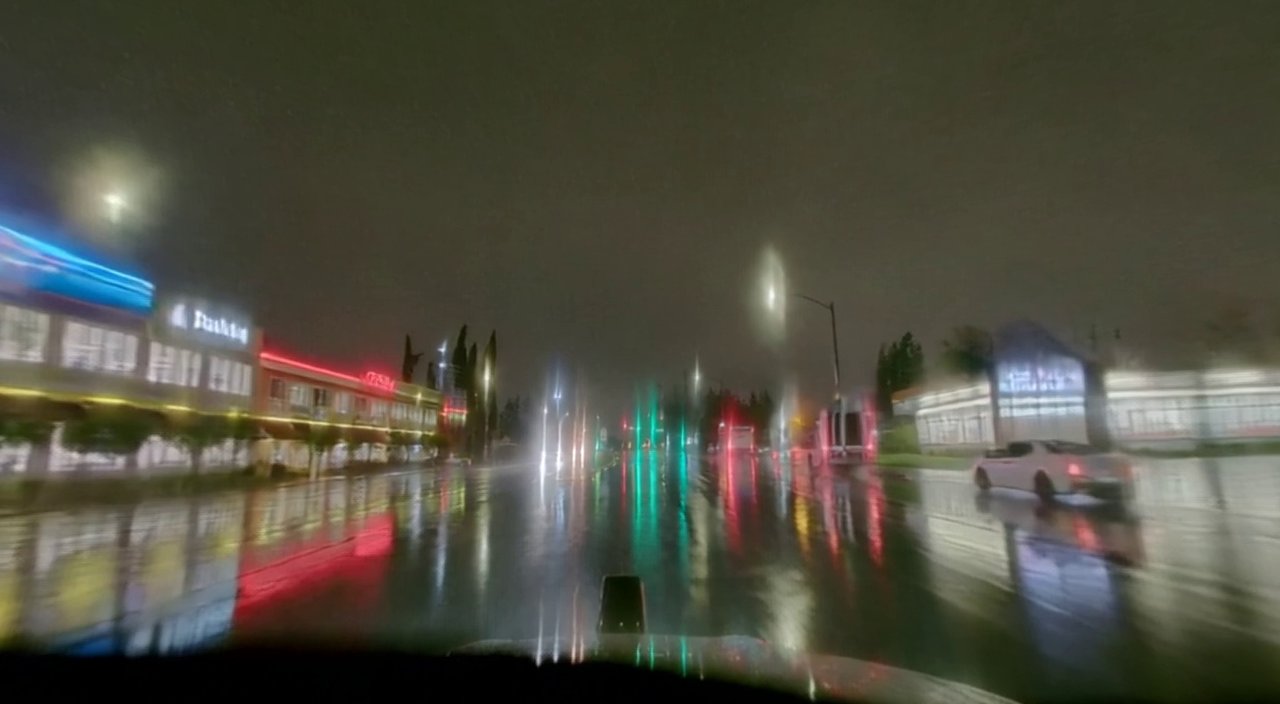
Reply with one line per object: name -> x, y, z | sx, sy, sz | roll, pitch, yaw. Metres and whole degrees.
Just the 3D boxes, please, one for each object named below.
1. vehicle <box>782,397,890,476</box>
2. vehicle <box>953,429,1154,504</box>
vehicle -> 9.902, 4.439, 33.000 | 2.897, 3.584, 7.857 | 0, -8, -2
vehicle -> 10.255, 2.857, 16.204 | 2.085, 1.630, 4.403 | 0, -8, -1
